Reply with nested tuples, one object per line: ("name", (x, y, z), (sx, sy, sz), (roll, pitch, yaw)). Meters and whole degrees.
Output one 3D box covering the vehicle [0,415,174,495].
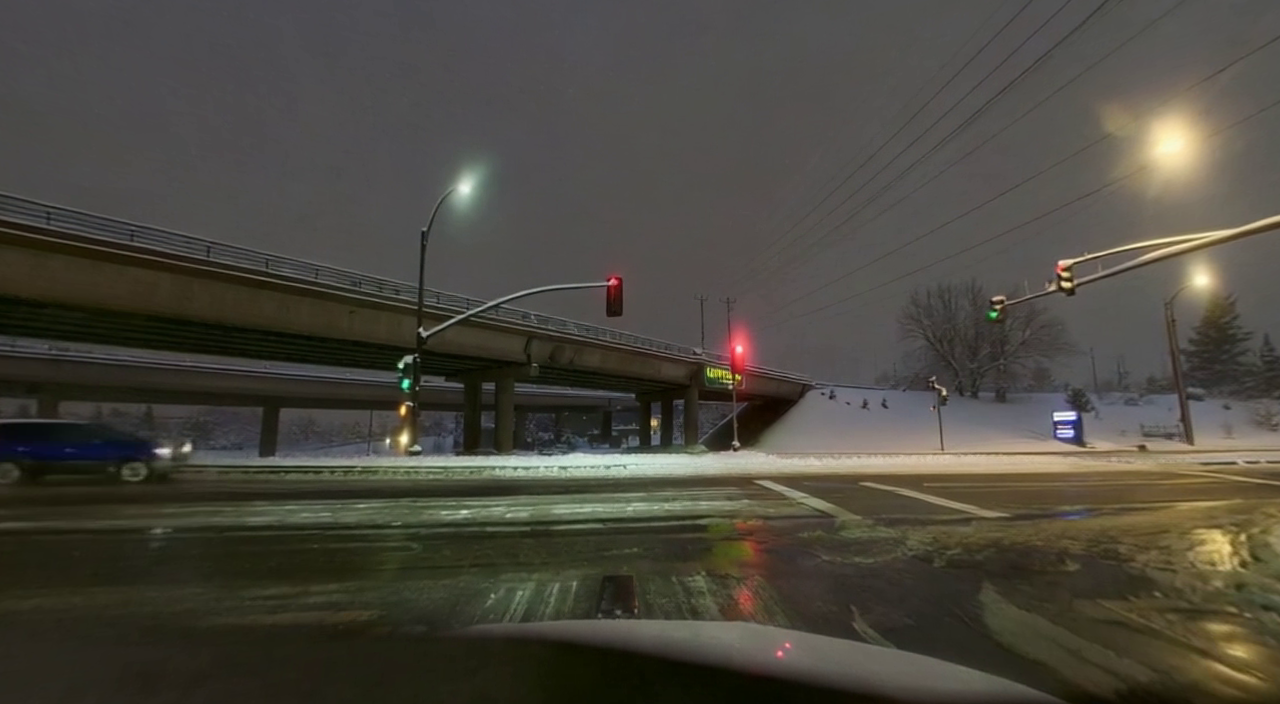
("vehicle", (-13.074, 2.255, 13.998), (3.897, 1.637, 1.832), (0, -9, -4))
